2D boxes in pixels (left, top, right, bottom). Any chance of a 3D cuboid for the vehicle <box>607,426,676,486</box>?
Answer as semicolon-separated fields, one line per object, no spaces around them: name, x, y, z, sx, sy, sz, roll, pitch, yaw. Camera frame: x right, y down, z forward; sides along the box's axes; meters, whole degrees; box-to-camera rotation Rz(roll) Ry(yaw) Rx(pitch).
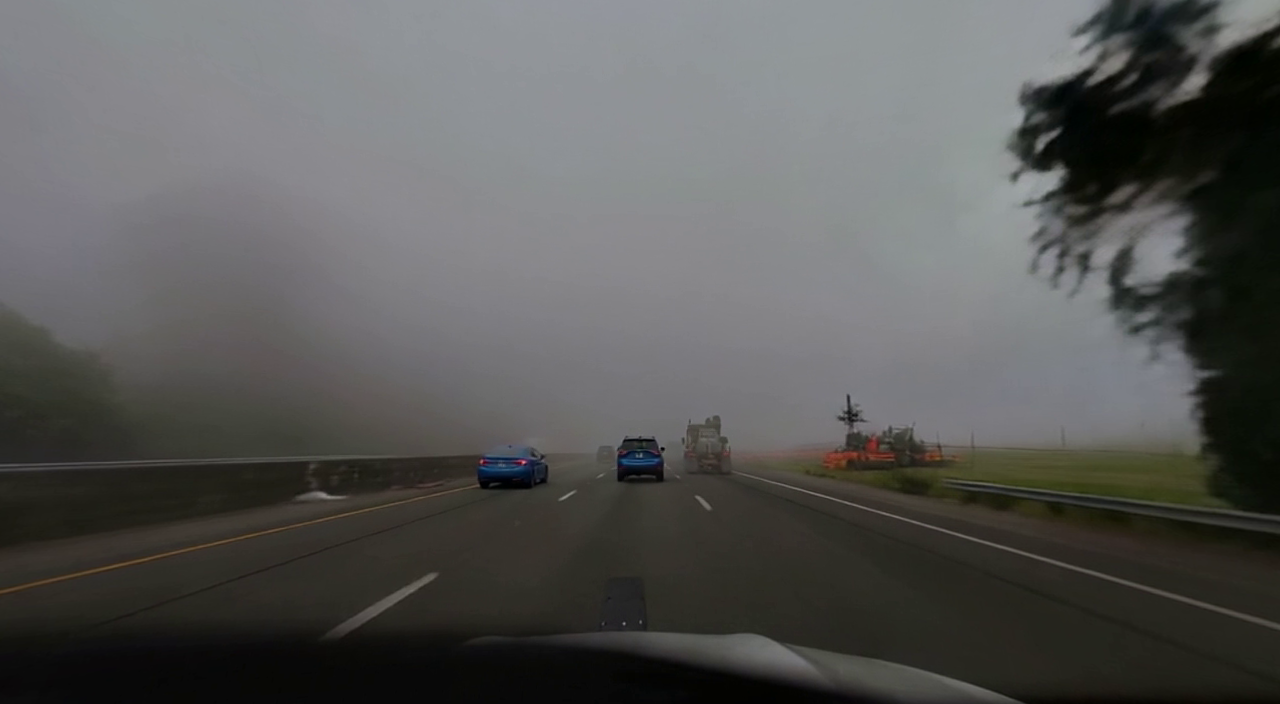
vehicle;0.085;3.848;23.596;2.308;1.993;4.631;0;-8;1

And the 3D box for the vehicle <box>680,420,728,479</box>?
vehicle;4.524;7.161;46.646;2.793;3.828;9.580;0;-8;1

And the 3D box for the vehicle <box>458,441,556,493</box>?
vehicle;-4.132;3.645;20.409;2.096;1.469;4.319;0;-8;2
